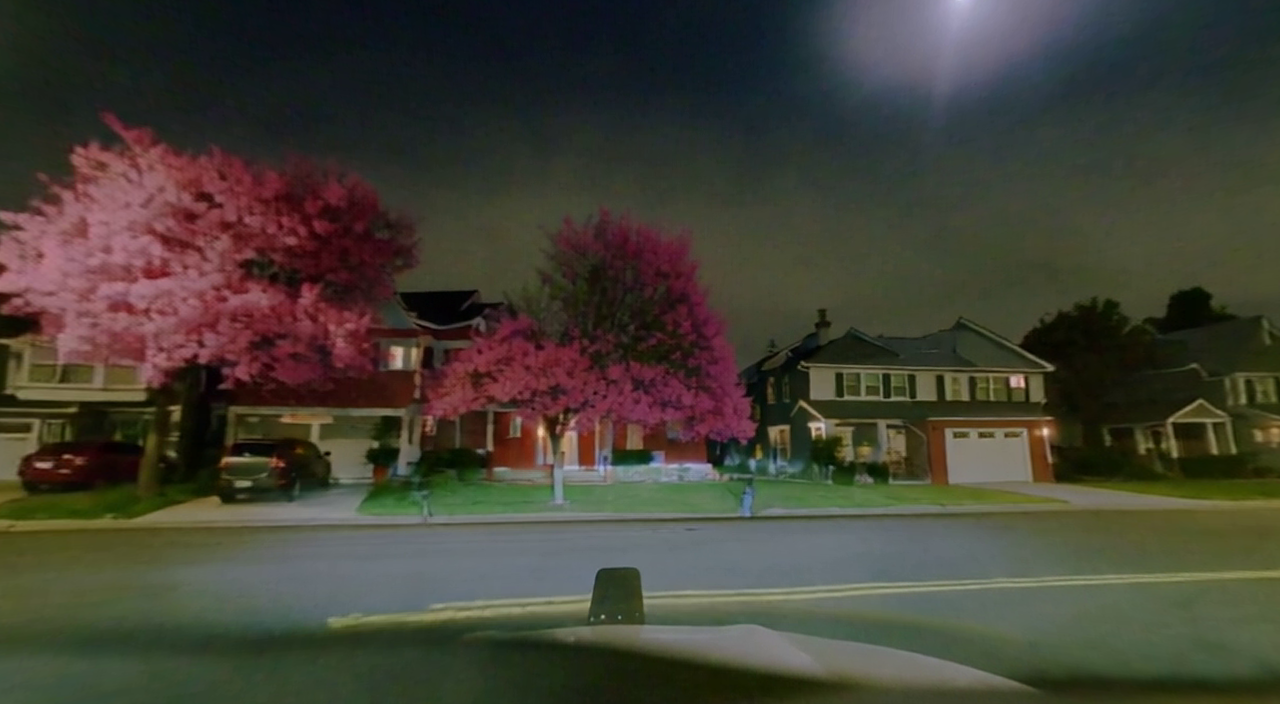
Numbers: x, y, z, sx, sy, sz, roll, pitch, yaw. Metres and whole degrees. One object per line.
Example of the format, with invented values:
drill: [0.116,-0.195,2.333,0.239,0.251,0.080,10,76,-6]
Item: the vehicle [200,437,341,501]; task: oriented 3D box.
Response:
vehicle: [-9.950,3.152,17.424,1.968,1.491,4.486,1,-9,-12]
